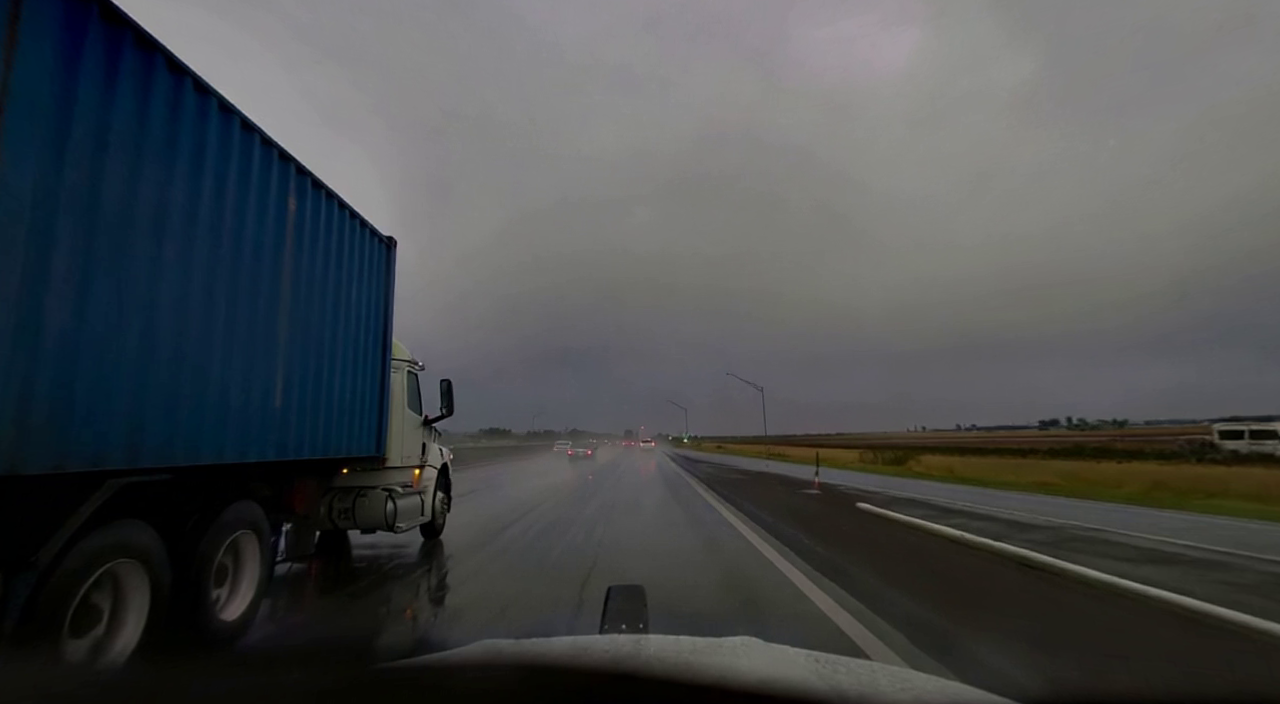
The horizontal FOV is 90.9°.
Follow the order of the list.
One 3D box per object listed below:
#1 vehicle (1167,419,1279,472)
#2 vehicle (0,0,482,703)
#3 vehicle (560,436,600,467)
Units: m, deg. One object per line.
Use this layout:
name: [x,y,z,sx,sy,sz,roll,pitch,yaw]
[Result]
vehicle: [43.744,6.589,44.566,3.198,3.490,9.353,3,-9,-20]
vehicle: [-3.970,0.210,5.825,2.987,3.868,7.576,0,-8,0]
vehicle: [-3.554,6.019,38.153,1.995,1.745,4.187,0,-8,0]
